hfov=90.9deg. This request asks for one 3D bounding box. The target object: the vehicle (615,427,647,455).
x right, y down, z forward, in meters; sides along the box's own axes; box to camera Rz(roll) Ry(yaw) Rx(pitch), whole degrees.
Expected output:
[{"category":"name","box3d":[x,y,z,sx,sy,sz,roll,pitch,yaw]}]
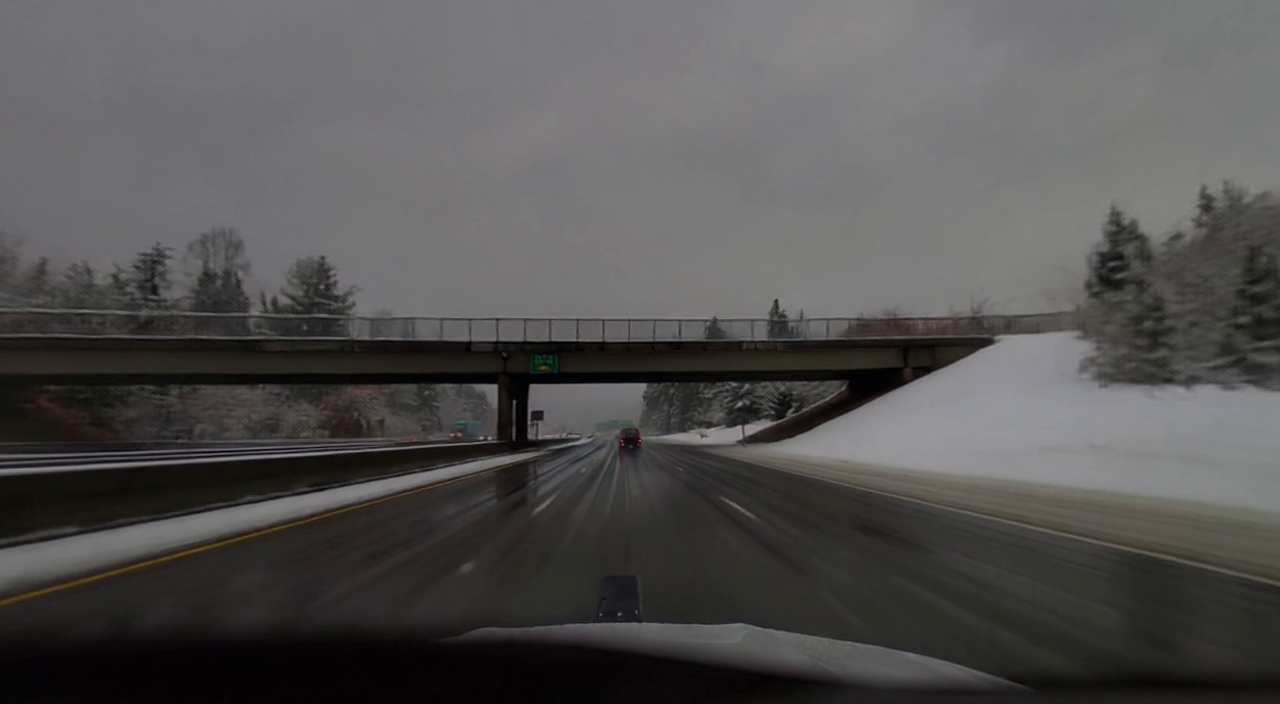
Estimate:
[{"category":"vehicle","box3d":[-0.717,6.540,46.348,2.277,1.913,4.510,0,-8,-2]}]
